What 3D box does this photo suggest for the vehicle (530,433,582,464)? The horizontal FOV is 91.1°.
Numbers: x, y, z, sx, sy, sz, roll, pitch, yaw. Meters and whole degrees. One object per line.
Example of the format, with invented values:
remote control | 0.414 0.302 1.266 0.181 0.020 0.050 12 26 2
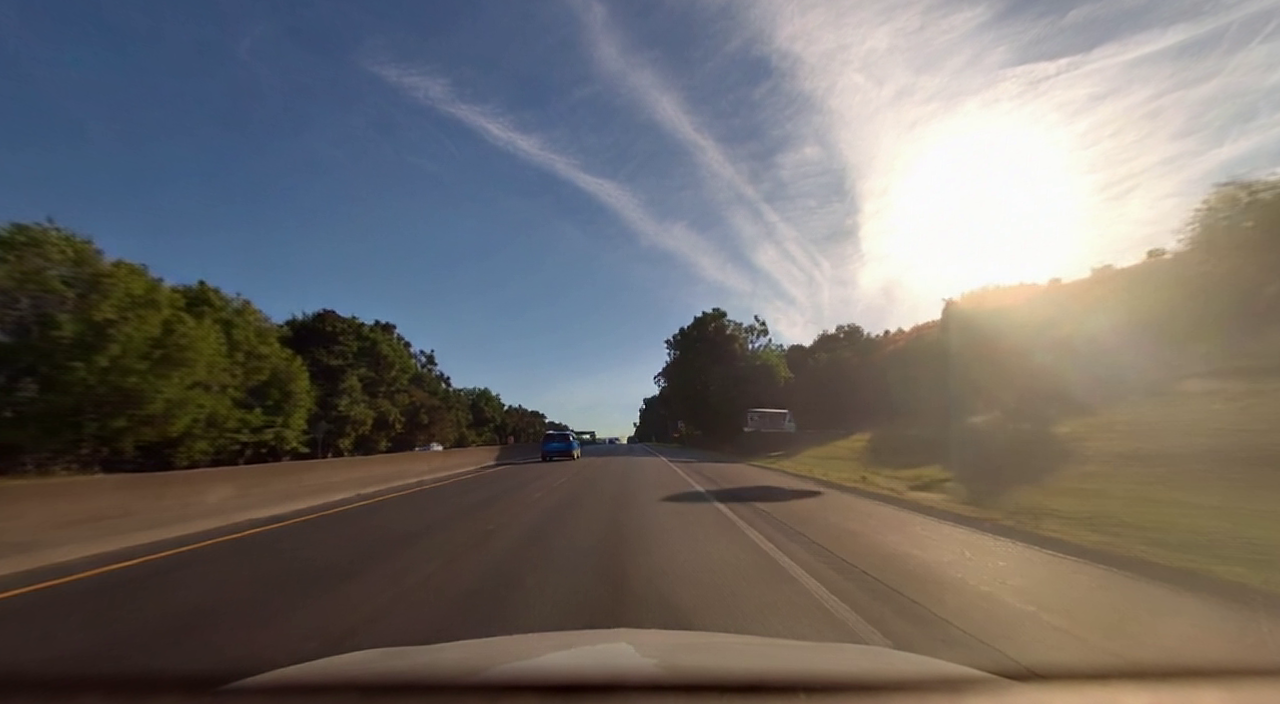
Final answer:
vehicle | -4.237 4.927 32.333 2.063 1.496 4.225 0 -7 0
